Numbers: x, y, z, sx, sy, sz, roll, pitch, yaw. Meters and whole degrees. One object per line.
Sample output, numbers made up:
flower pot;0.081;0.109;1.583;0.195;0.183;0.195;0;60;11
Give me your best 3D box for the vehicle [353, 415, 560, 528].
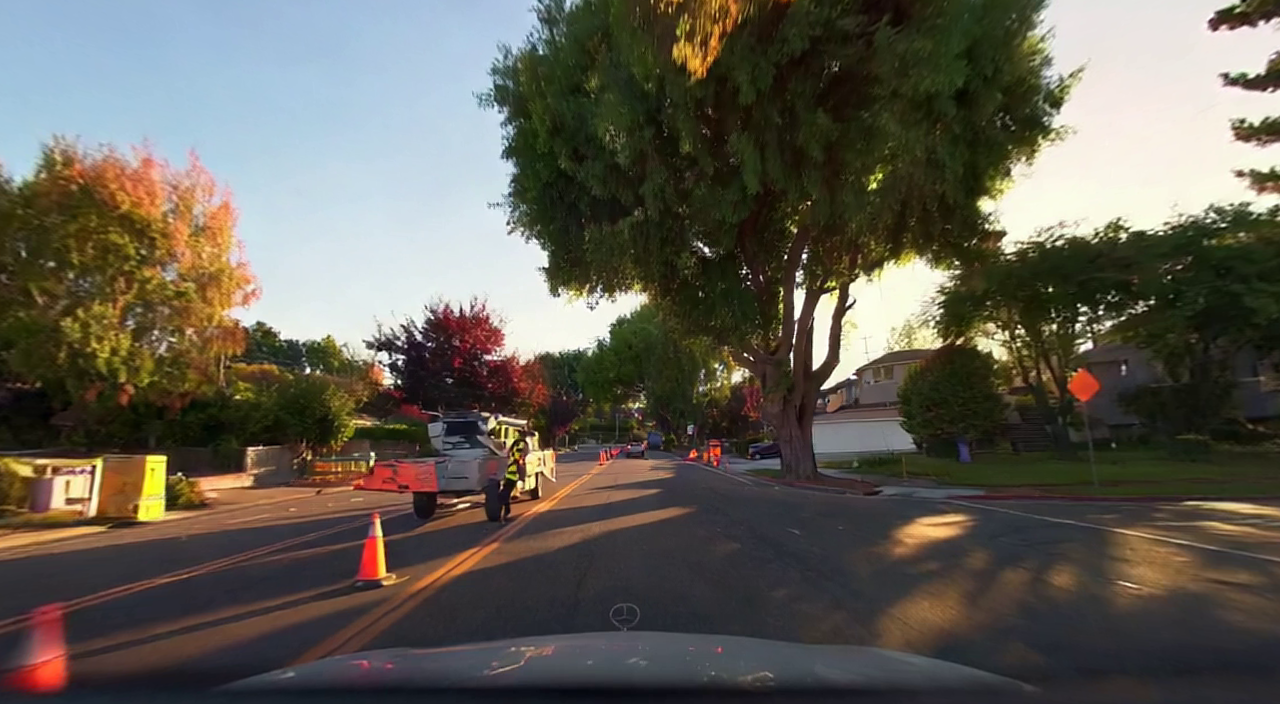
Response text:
vehicle;-3.633;2.577;14.312;2.742;1.962;6.409;0;-8;0
